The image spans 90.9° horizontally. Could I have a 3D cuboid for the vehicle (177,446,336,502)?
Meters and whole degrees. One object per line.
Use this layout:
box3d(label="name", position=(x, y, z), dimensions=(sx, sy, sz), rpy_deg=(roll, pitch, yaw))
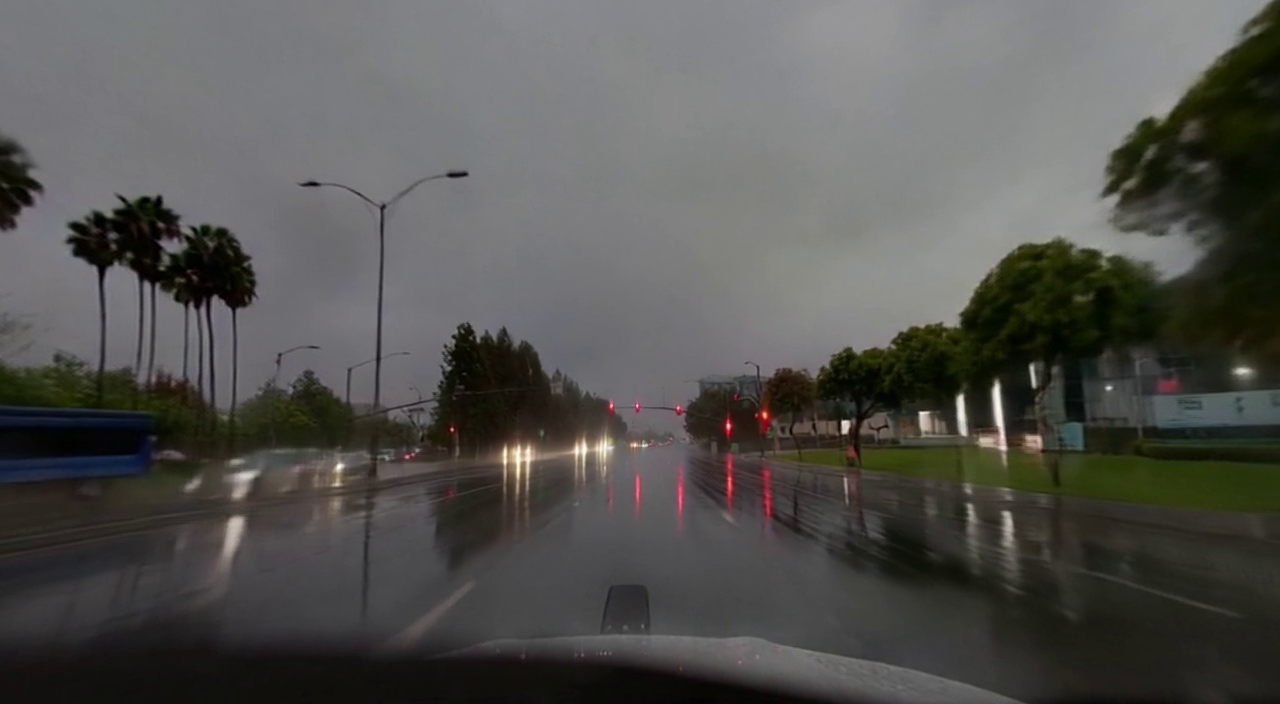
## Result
box3d(label="vehicle", position=(-11.694, 3.714, 19.707), dimensions=(1.968, 1.486, 4.707), rpy_deg=(0, -8, 1))

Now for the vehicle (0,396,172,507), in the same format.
box3d(label="vehicle", position=(-21.538, 3.254, 20.638), dimensions=(3.013, 3.417, 12.442), rpy_deg=(0, -8, -1))
